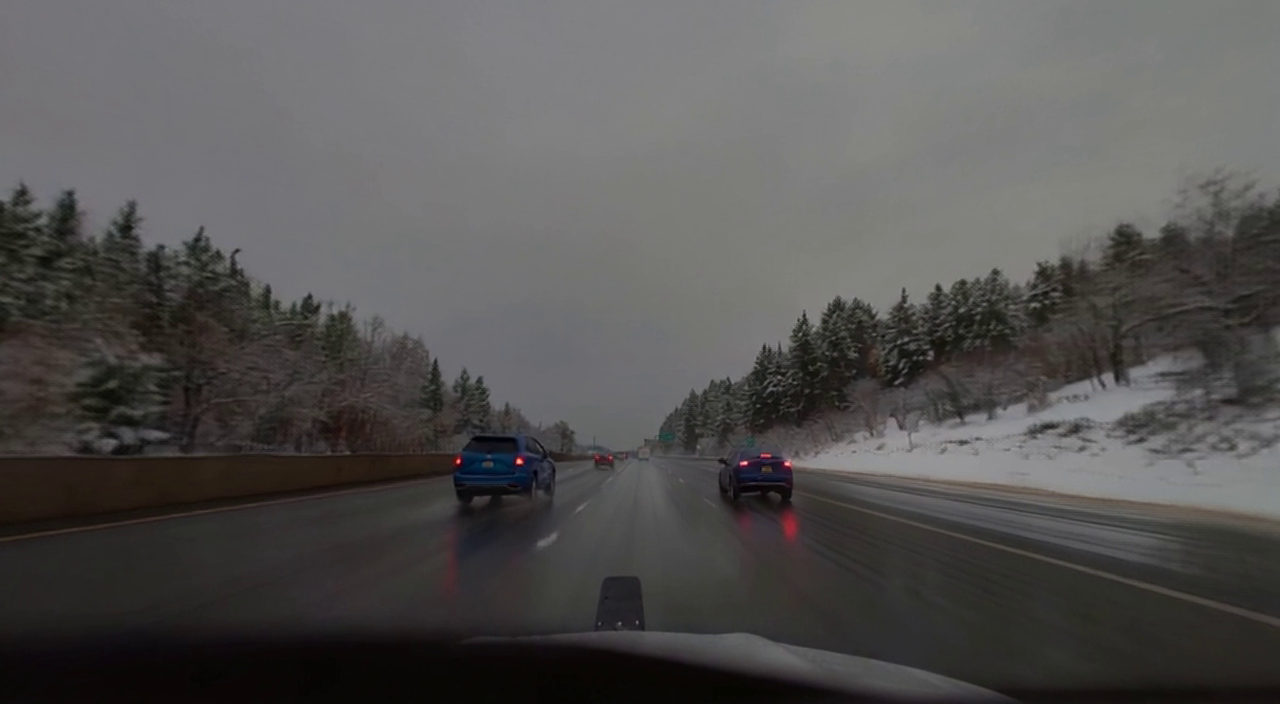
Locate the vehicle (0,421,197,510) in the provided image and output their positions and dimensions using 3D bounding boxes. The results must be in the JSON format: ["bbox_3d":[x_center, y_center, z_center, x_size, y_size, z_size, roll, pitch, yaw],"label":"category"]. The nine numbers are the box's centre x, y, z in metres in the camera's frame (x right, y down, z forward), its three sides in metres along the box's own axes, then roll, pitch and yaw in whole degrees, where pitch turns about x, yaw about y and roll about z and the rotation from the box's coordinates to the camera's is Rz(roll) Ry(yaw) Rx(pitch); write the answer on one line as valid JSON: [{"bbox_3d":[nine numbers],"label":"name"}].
[{"bbox_3d":[-11.836,2.308,13.215,1.902,1.539,4.310,0,-9,0],"label":"vehicle"}]

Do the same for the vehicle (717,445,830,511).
[{"bbox_3d":[3.330,3.215,16.589,1.979,1.486,4.125,0,-9,-1],"label":"vehicle"}]

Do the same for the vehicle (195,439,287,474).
[{"bbox_3d":[-21.503,5.657,34.219,1.978,1.716,4.532,0,-9,0],"label":"vehicle"}]

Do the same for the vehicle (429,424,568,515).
[{"bbox_3d":[-3.029,2.651,14.623,2.137,1.756,4.453,0,-9,1],"label":"vehicle"}]
